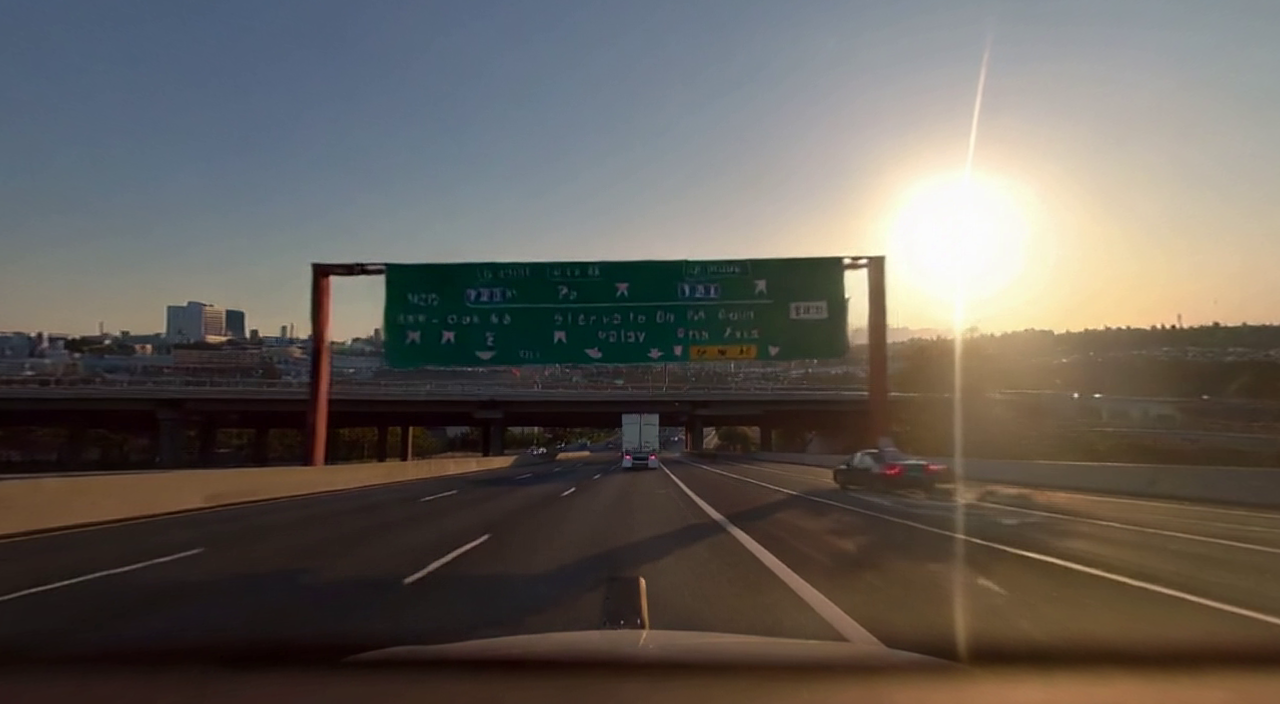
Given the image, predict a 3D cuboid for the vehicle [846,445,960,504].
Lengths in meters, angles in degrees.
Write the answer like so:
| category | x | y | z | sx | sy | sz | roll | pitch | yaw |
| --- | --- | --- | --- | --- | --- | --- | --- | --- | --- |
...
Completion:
| category | x | y | z | sx | sy | sz | roll | pitch | yaw |
| --- | --- | --- | --- | --- | --- | --- | --- | --- | --- |
| vehicle | 7.297 | 3.410 | 17.897 | 1.660 | 1.497 | 3.594 | 0 | -9 | 1 |
